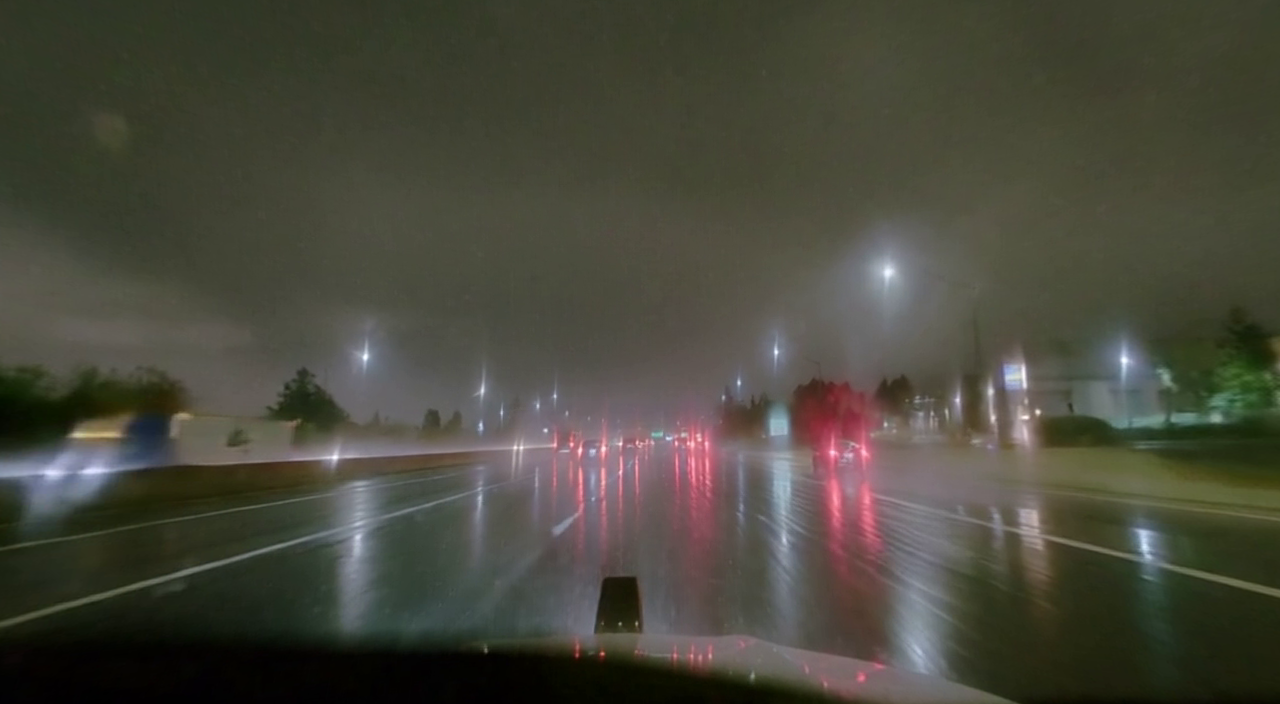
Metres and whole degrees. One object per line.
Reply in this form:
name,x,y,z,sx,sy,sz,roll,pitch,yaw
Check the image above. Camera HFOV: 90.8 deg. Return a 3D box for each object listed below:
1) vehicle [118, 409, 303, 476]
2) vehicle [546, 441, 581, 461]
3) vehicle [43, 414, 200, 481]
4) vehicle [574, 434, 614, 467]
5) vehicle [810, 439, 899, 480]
vehicle,-30.486,6.687,46.481,2.898,4.106,15.082,0,-8,1
vehicle,-5.836,7.647,48.681,2.009,1.462,4.458,0,-8,1
vehicle,-30.636,5.694,37.833,3.058,3.588,7.217,0,-8,1
vehicle,-2.612,5.777,37.092,1.893,1.827,4.513,0,-8,1
vehicle,8.185,4.137,24.595,1.900,1.432,4.519,0,-8,0
